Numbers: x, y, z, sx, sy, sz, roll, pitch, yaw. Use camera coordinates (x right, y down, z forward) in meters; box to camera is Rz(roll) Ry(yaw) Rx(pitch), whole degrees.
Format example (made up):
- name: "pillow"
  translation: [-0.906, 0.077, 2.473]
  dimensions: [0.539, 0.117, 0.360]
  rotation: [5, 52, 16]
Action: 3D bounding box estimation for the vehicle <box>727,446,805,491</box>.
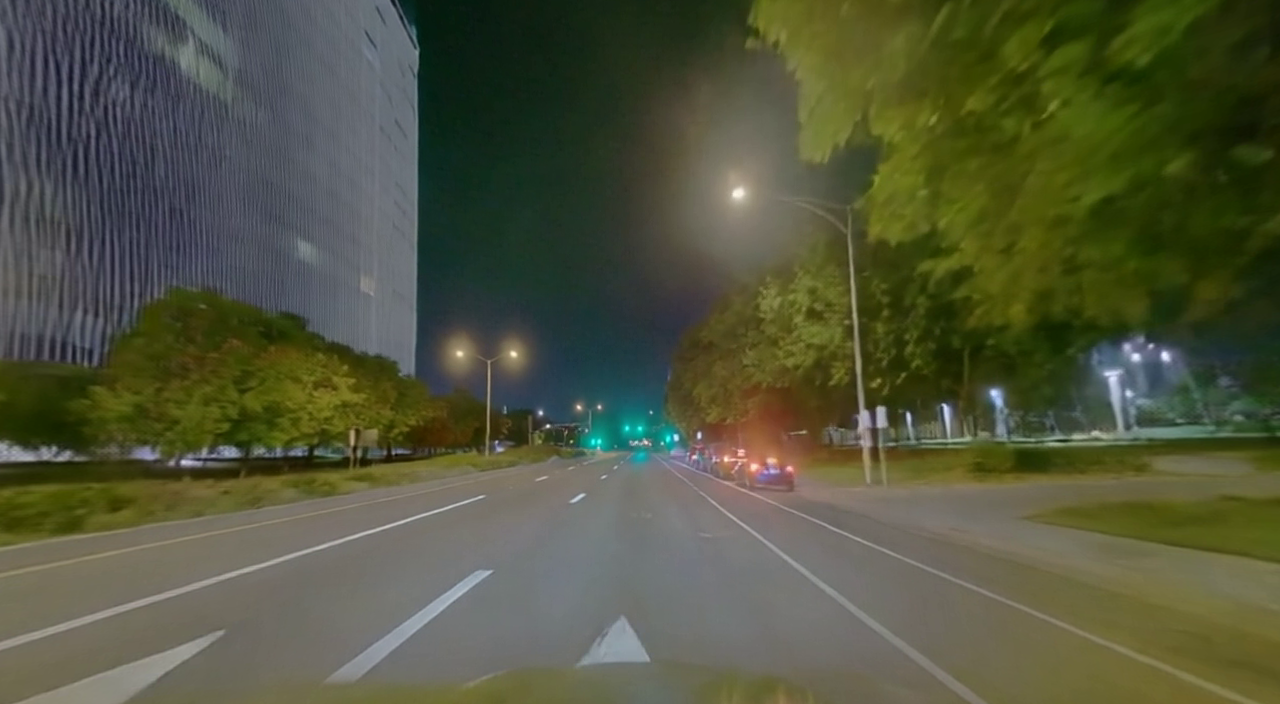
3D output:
- name: "vehicle"
  translation: [4.421, 4.143, 22.762]
  dimensions: [1.872, 1.420, 4.201]
  rotation: [0, -8, -1]
